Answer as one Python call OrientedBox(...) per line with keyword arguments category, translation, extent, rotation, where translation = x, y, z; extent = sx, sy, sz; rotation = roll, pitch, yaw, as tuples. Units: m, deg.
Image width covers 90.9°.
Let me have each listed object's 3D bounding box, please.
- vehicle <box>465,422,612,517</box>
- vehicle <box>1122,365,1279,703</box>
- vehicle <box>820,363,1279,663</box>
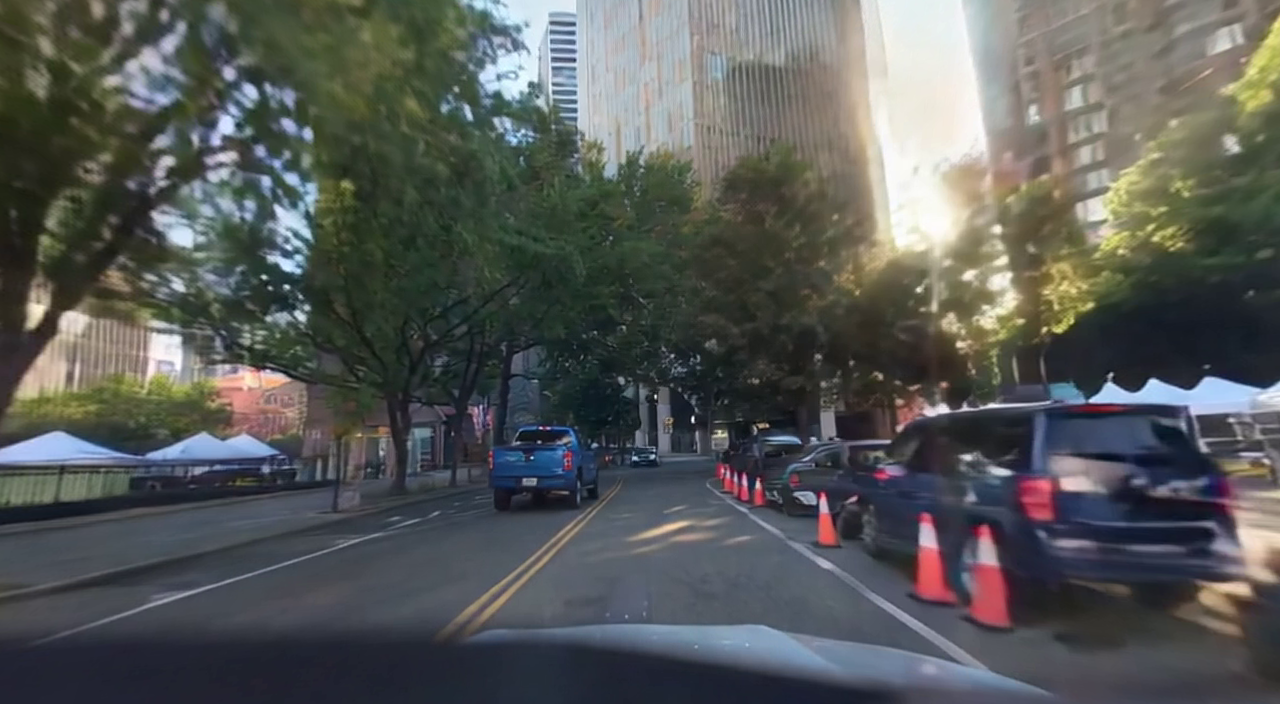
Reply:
OrientedBox(category="vehicle", translation=(-2.261, 2.891, 16.079), extent=(2.452, 1.954, 5.653), rotation=(-1, -9, 4))
OrientedBox(category="vehicle", translation=(3.278, 0.642, 0.962), extent=(2.023, 1.607, 4.225), rotation=(-1, -9, 6))
OrientedBox(category="vehicle", translation=(3.568, 1.375, 6.471), extent=(2.073, 1.887, 4.825), rotation=(-1, -9, 1))
